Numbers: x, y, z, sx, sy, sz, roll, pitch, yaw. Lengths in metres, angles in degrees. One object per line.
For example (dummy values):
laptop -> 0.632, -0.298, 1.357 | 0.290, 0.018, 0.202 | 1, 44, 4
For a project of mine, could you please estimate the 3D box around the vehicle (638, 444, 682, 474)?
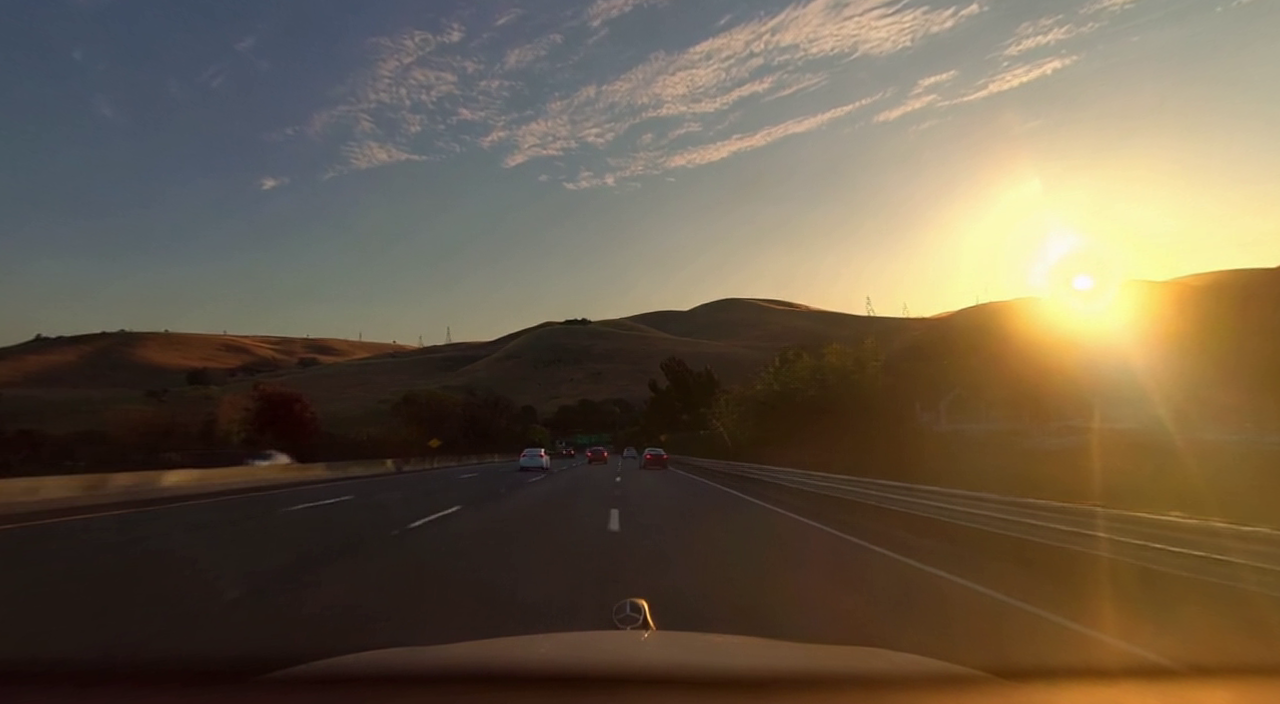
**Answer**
vehicle -> 1.007, 5.727, 33.947 | 2.019, 1.475, 4.301 | 0, -9, -3

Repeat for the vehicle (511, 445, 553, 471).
vehicle -> -6.540, 6.439, 38.392 | 1.955, 1.468, 3.637 | 0, -9, -1
